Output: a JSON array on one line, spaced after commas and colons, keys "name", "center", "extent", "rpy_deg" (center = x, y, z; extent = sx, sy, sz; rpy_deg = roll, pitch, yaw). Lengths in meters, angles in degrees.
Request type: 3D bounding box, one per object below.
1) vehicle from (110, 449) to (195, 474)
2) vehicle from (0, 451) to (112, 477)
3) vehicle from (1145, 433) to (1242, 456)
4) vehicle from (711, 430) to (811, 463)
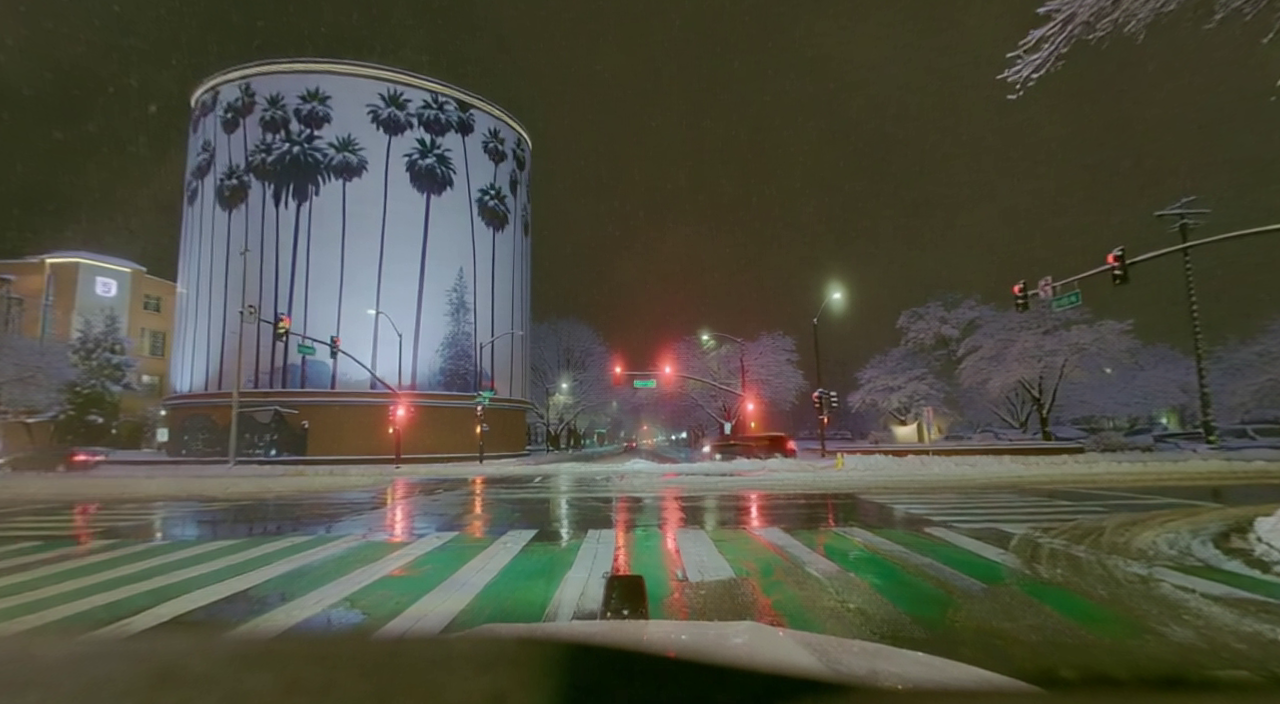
[{"name": "vehicle", "center": [-33.037, 7.412, 42.780], "extent": [4.136, 1.661, 1.857], "rpy_deg": [0, -8, 1]}, {"name": "vehicle", "center": [-33.956, 6.470, 36.564], "extent": [4.893, 1.458, 1.791], "rpy_deg": [0, -8, -3]}, {"name": "vehicle", "center": [36.132, 6.028, 41.212], "extent": [4.606, 1.449, 1.687], "rpy_deg": [0, -8, 2]}, {"name": "vehicle", "center": [7.051, 5.567, 37.227], "extent": [5.477, 1.880, 2.125], "rpy_deg": [0, -8, 1]}]
